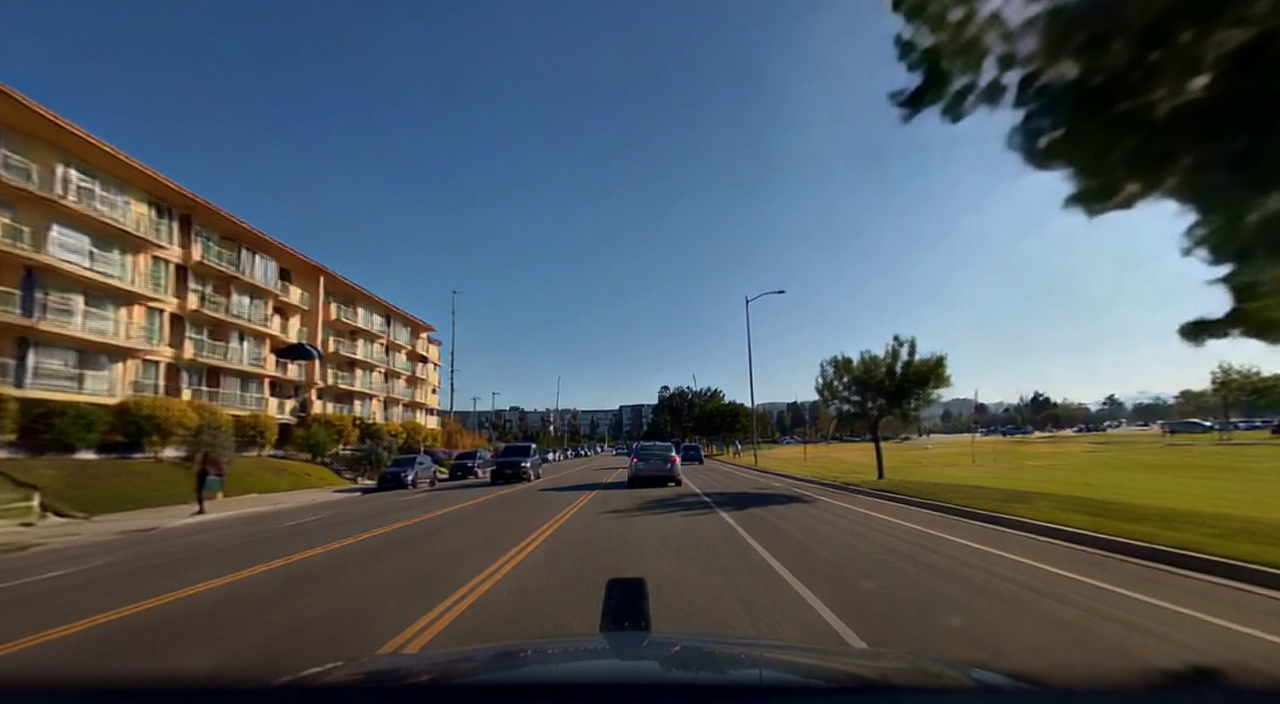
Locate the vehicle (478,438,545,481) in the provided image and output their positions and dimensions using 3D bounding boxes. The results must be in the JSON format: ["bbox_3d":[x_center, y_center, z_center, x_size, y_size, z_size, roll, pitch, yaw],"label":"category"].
[{"bbox_3d":[-5.956,5.050,29.887,2.065,1.838,4.846,-1,-8,1],"label":"vehicle"}]

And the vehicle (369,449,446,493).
[{"bbox_3d":[-10.190,5.202,27.931,1.932,1.607,4.191,-5,-8,-2],"label":"vehicle"}]

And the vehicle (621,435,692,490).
[{"bbox_3d":[0.491,3.623,20.959,2.132,1.632,3.838,0,-8,0],"label":"vehicle"}]

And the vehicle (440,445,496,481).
[{"bbox_3d":[-10.051,6.484,37.138,2.032,1.833,4.465,-3,-8,0],"label":"vehicle"}]
